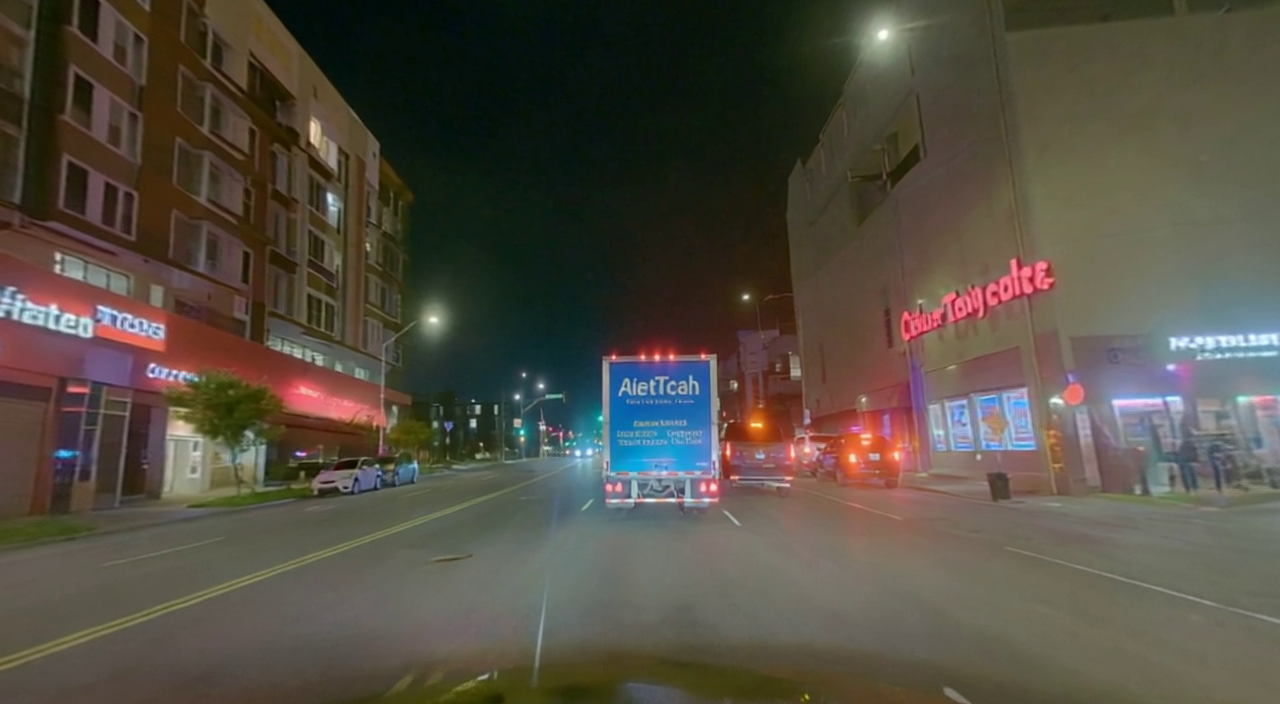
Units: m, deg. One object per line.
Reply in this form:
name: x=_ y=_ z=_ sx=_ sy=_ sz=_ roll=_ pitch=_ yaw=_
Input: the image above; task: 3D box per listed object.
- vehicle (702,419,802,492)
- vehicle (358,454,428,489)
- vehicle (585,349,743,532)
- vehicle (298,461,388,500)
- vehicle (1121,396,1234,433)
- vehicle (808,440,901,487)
vehicle: x=3.473 y=3.375 z=20.735 sx=2.346 sy=2.062 sz=5.236 roll=0 pitch=-9 yaw=0
vehicle: x=-13.159 y=6.367 z=33.717 sx=1.943 sy=1.682 sz=4.365 roll=0 pitch=-8 yaw=0
vehicle: x=0.287 y=1.856 z=13.216 sx=2.517 sy=2.926 sz=6.177 roll=0 pitch=-9 yaw=-2
vehicle: x=-13.320 y=5.758 z=28.502 sx=1.901 sy=1.508 sz=4.405 roll=0 pitch=-8 yaw=0
vehicle: x=25.968 y=3.090 z=30.518 sx=1.811 sy=1.623 sz=3.921 roll=0 pitch=-9 yaw=-3
vehicle: x=7.708 y=4.033 z=23.045 sx=1.951 sy=1.548 sz=4.290 roll=0 pitch=-9 yaw=1
